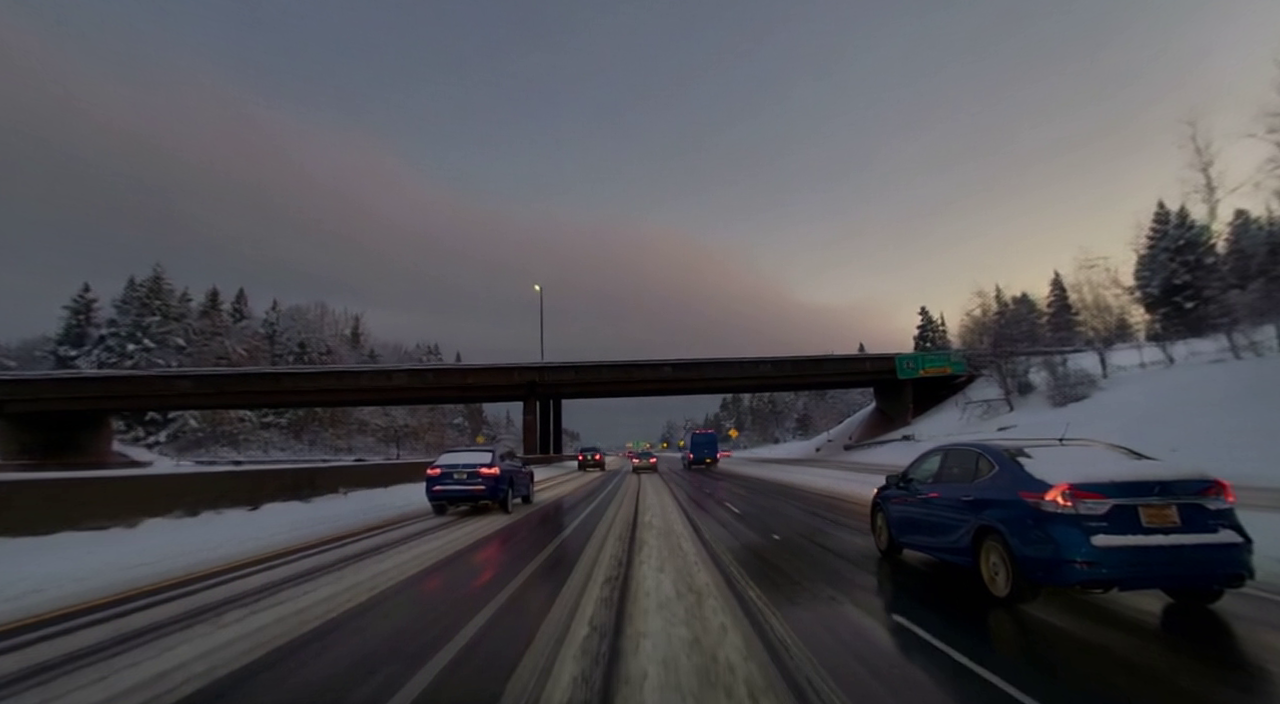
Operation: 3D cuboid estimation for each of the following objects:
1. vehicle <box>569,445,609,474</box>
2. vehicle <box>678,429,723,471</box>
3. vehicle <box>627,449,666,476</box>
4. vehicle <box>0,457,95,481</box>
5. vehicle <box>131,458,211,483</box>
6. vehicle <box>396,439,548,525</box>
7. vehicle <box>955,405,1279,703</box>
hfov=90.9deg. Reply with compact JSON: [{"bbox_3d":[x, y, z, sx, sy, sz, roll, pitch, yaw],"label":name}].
[{"bbox_3d":[-3.203,6.822,40.226,2.078,1.706,4.298,-1,-8,2],"label":"vehicle"},{"bbox_3d":[4.172,6.934,44.688,2.436,2.745,6.607,0,-8,-1],"label":"vehicle"},{"bbox_3d":[0.361,6.536,37.653,2.174,1.467,4.005,0,-8,0],"label":"vehicle"},{"bbox_3d":[-40.530,7.979,43.292,1.864,1.505,4.863,0,-9,0],"label":"vehicle"},{"bbox_3d":[-30.005,7.552,40.525,1.718,1.422,4.457,0,-9,0],"label":"vehicle"},{"bbox_3d":[-3.407,2.711,13.701,2.137,1.562,3.926,0,-8,2],"label":"vehicle"},{"bbox_3d":[4.123,1.155,3.816,2.085,1.558,4.466,0,-8,-1],"label":"vehicle"}]
